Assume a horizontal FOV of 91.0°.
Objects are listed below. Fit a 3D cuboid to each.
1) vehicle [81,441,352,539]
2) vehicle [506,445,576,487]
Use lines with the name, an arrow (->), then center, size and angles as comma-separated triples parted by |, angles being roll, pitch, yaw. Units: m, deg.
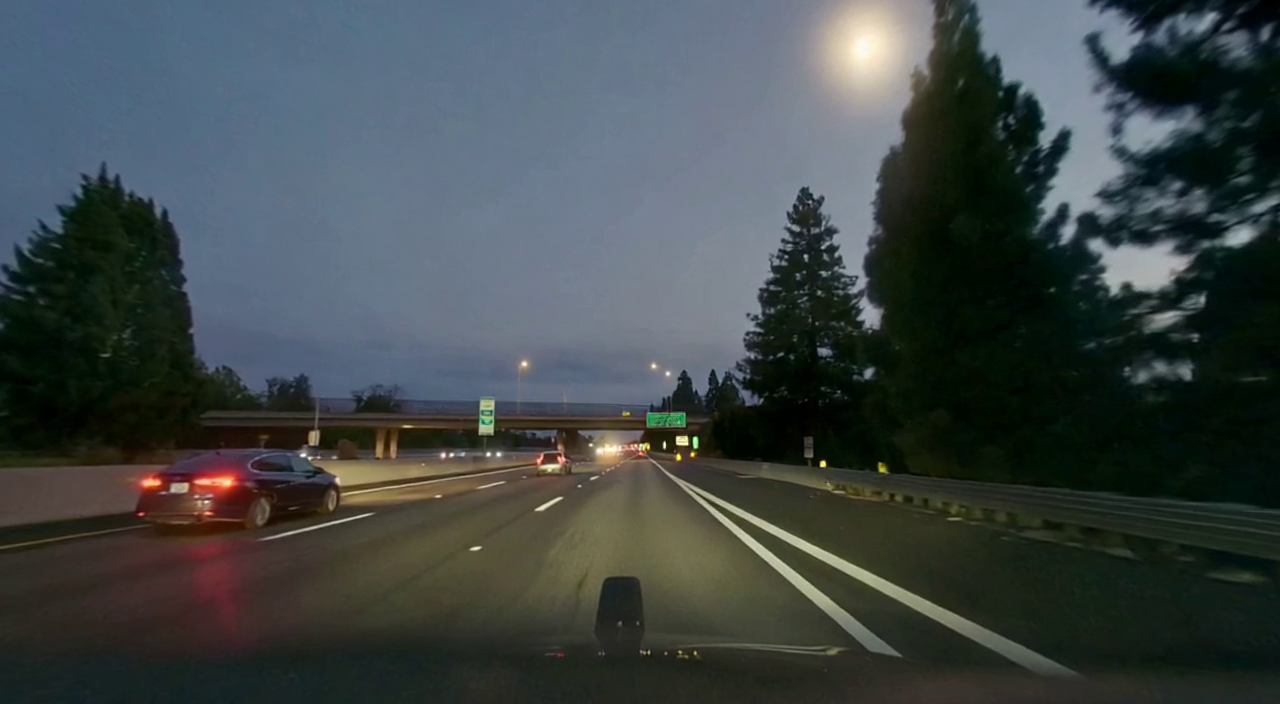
vehicle -> -7.691, 2.513, 12.201 | 2.002, 1.507, 4.631 | 0, -9, 0
vehicle -> -4.062, 4.772, 26.672 | 2.102, 1.571, 4.666 | 0, -9, 1
